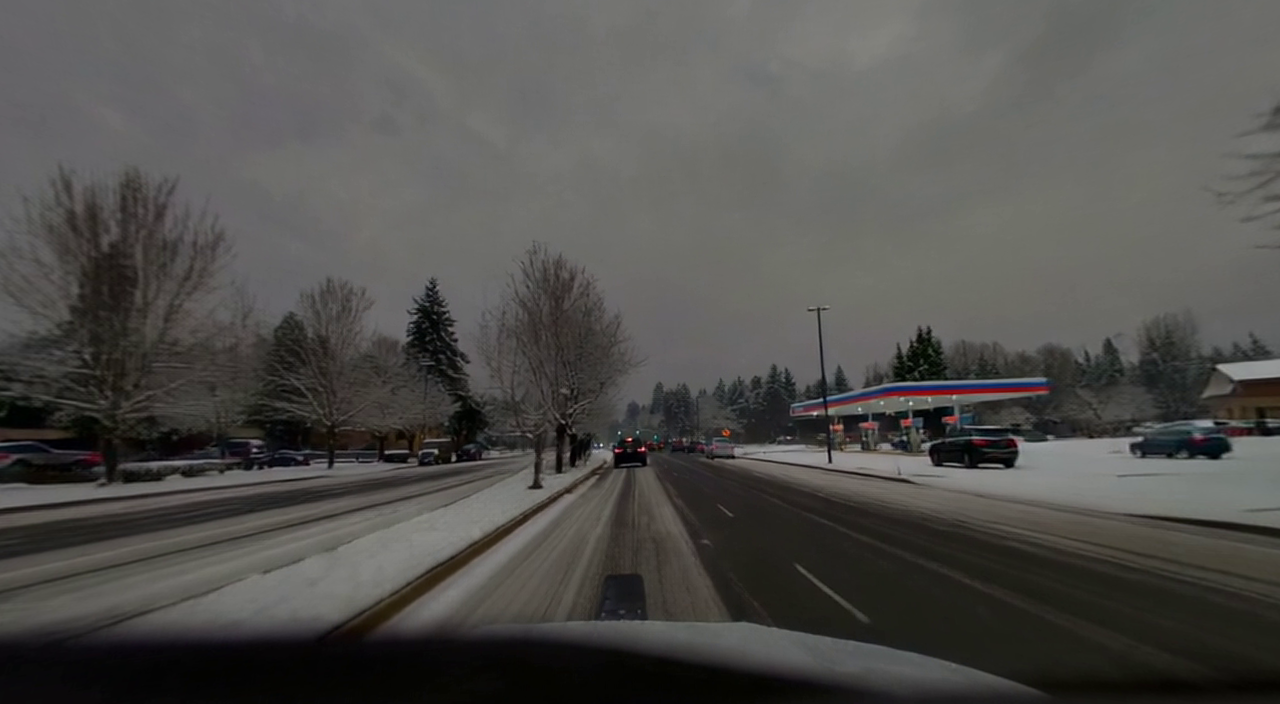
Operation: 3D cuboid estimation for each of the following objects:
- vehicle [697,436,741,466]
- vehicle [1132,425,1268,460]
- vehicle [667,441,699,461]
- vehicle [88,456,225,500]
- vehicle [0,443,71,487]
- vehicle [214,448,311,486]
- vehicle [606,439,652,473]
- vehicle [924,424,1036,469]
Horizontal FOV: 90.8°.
[{"bbox_3d":[5.159,6.330,40.582,2.117,1.757,4.969,-2,-9,15],"label":"vehicle"},{"bbox_3d":[25.686,4.214,29.261,2.045,1.478,4.685,0,-8,0],"label":"vehicle"},{"bbox_3d":[3.256,7.651,48.994,2.124,1.476,4.730,0,-8,0],"label":"vehicle"},{"bbox_3d":[-18.806,4.881,24.892,1.797,1.461,4.536,0,-9,0],"label":"vehicle"},{"bbox_3d":[-31.810,5.638,31.632,4.384,2.079,2.066,0,-9,-3],"label":"vehicle"},{"bbox_3d":[-18.816,5.712,31.780,2.004,1.758,4.594,0,-8,0],"label":"vehicle"},{"bbox_3d":[-0.496,4.882,29.812,2.052,1.488,3.779,0,-8,0],"label":"vehicle"},{"bbox_3d":[15.335,4.300,28.877,2.368,1.868,4.724,0,-8,-1],"label":"vehicle"}]
